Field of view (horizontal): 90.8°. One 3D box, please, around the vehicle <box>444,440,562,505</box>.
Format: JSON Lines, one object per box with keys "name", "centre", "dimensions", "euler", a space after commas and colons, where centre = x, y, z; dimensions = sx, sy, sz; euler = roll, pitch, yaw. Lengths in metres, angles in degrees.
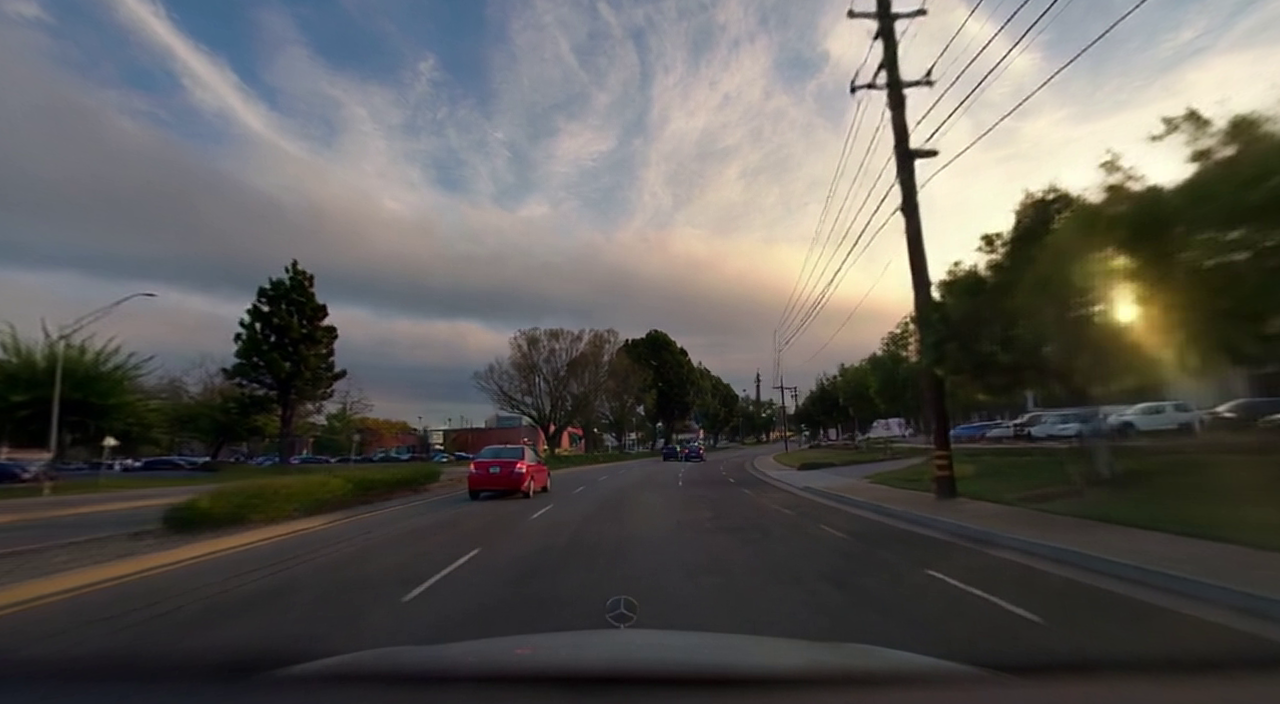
{"name": "vehicle", "centre": [-3.485, 3.156, 17.076], "dimensions": [1.928, 1.488, 4.635], "euler": [0, -8, 3]}
